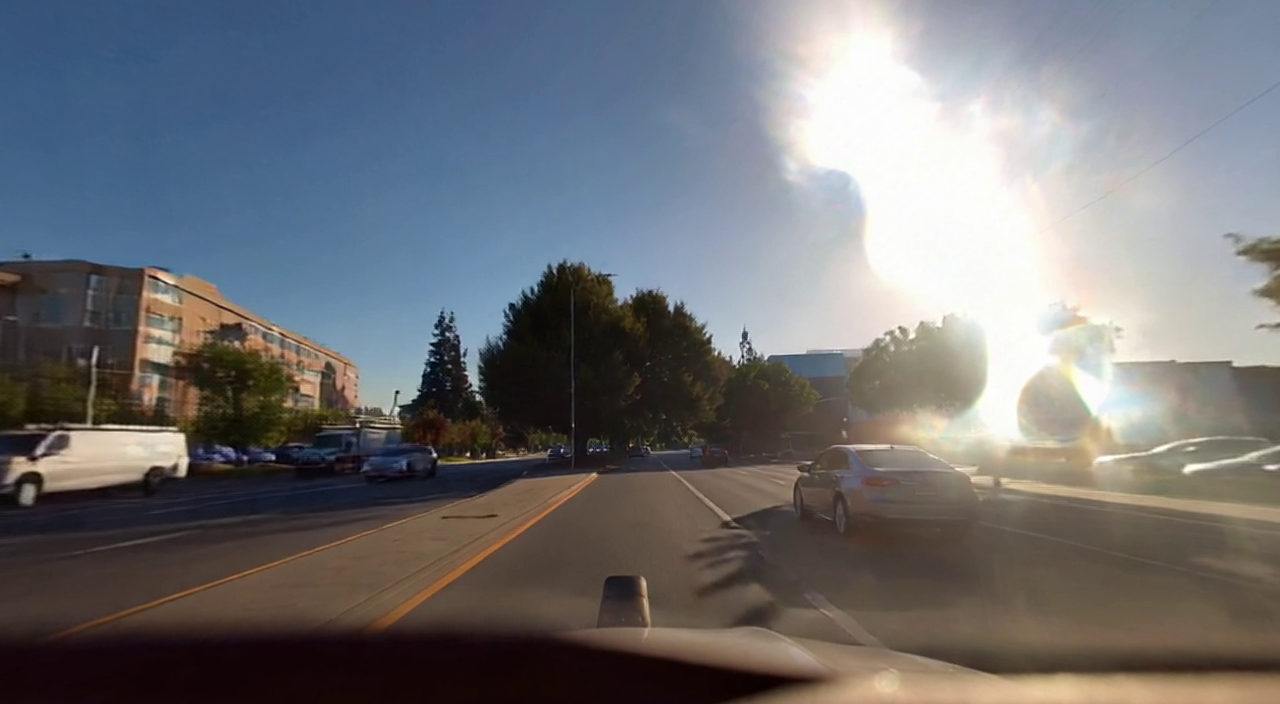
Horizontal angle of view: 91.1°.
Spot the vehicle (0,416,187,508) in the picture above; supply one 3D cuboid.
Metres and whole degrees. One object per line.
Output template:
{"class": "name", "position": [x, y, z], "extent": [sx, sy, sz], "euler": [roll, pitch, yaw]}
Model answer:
{"class": "vehicle", "position": [-19.281, 3.673, 21.587], "extent": [2.242, 2.633, 6.792], "euler": [0, -9, 0]}

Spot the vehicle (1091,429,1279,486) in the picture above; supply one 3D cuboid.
{"class": "vehicle", "position": [17.297, 3.292, 19.756], "extent": [4.708, 1.665, 1.920], "euler": [0, -9, -3]}

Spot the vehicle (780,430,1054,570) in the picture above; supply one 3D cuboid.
{"class": "vehicle", "position": [3.512, 1.944, 9.074], "extent": [1.935, 1.501, 4.384], "euler": [0, -9, 0]}

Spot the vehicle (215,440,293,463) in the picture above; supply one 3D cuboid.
{"class": "vehicle", "position": [-28.949, 7.491, 47.195], "extent": [4.429, 1.641, 2.109], "euler": [0, -8, -1]}

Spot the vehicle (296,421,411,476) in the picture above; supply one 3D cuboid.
{"class": "vehicle", "position": [-18.151, 6.272, 40.748], "extent": [3.043, 2.916, 9.736], "euler": [-4, -9, -1]}

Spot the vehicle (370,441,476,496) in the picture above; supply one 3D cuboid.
{"class": "vehicle", "position": [-6.509, 3.527, 19.429], "extent": [1.923, 1.471, 4.646], "euler": [1, -9, -4]}
